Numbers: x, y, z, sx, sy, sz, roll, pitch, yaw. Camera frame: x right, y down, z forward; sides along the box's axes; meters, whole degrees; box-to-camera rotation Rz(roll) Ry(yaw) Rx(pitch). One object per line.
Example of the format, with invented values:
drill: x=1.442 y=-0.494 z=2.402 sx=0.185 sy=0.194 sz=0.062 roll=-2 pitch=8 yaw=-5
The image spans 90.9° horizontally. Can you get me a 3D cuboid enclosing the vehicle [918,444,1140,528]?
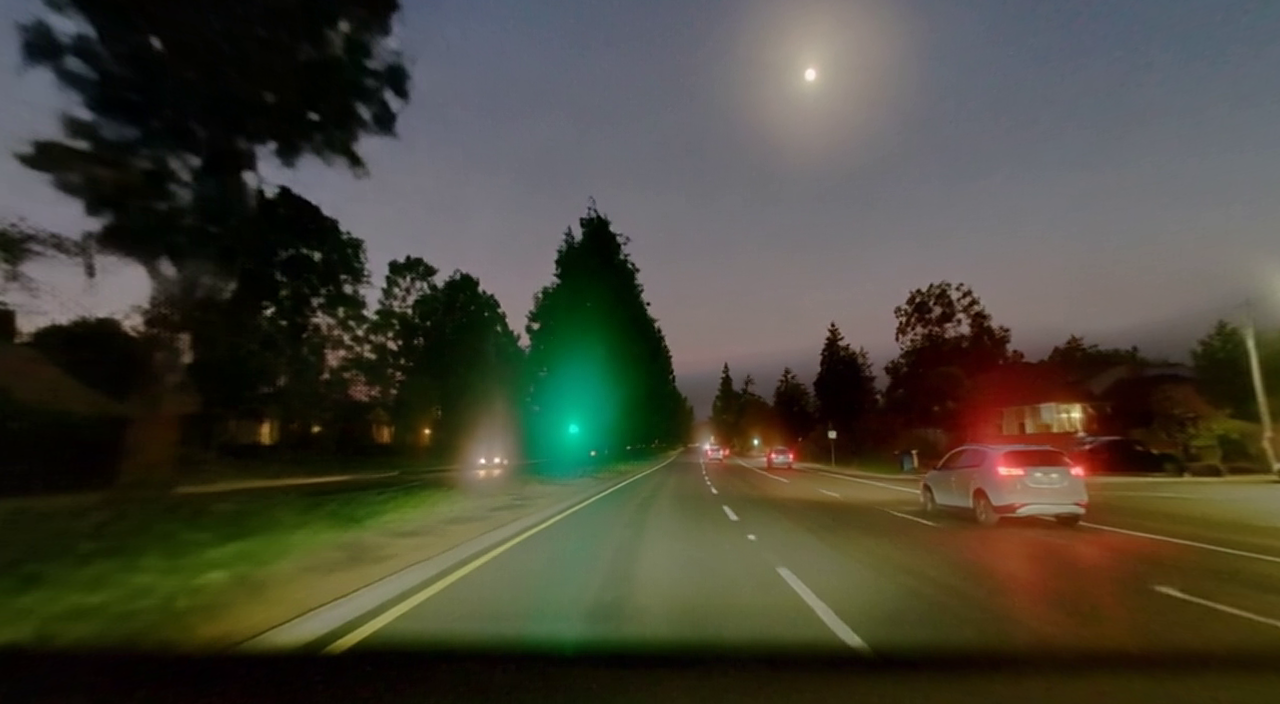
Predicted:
vehicle: x=7.782 y=2.678 z=13.260 sx=1.855 sy=1.444 sz=4.389 roll=0 pitch=-8 yaw=0
